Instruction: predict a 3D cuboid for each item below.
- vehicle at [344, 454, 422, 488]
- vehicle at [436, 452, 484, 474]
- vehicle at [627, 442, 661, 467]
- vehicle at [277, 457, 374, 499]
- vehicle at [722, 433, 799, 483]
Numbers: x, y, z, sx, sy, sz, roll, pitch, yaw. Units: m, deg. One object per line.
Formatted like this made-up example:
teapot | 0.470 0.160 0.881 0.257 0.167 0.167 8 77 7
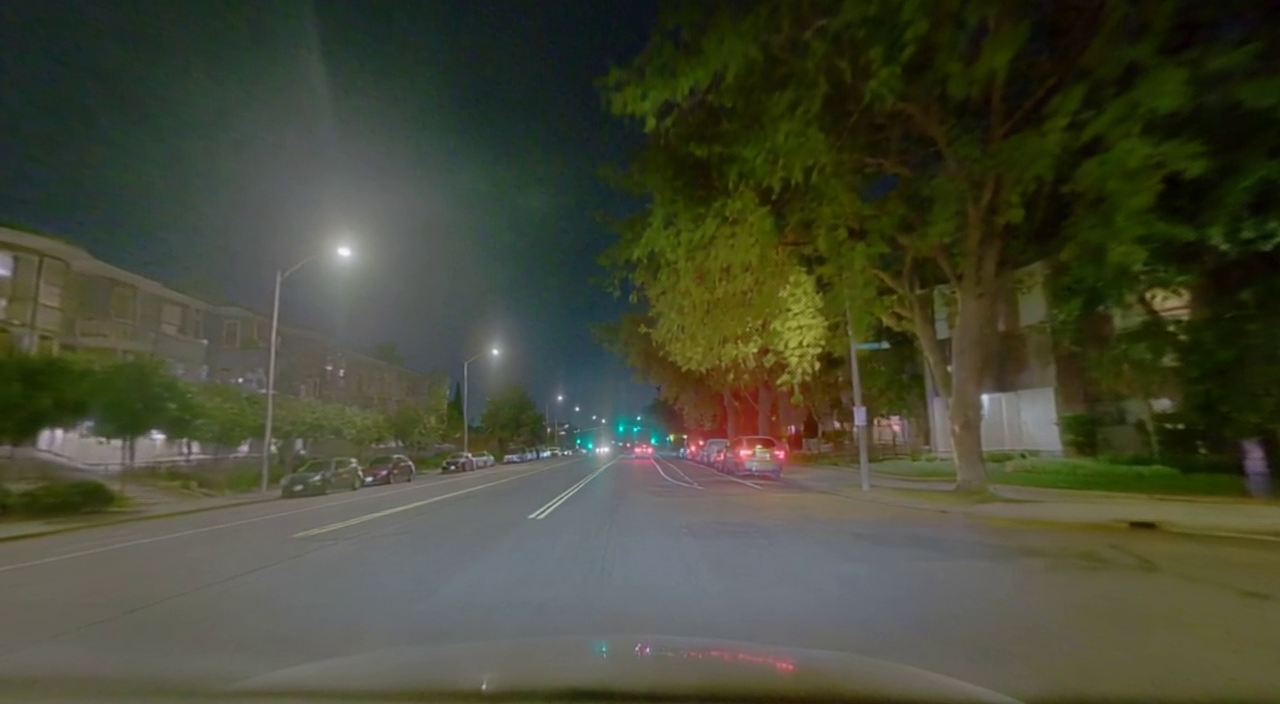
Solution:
vehicle | -12.775 5.921 31.786 1.880 1.523 4.833 0 -9 1
vehicle | -12.924 7.984 45.677 1.969 1.490 4.675 0 -9 1
vehicle | 0.192 6.356 39.448 2.022 1.471 3.973 0 -9 -1
vehicle | -12.868 5.147 26.177 1.834 1.467 4.357 0 -9 -1
vehicle | 4.794 4.296 25.867 2.022 1.799 5.105 0 -9 -1
